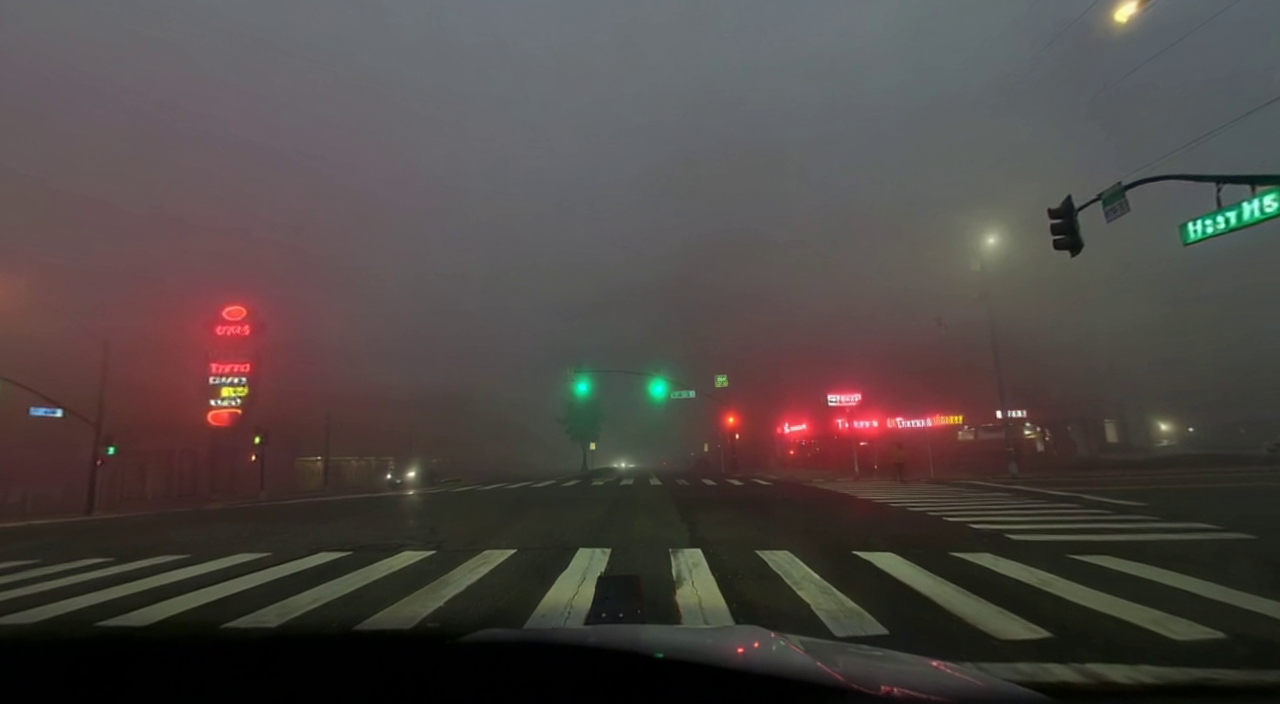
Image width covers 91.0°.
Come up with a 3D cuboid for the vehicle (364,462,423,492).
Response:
[{"bbox_3d":[-19.223,9.722,49.460,2.227,2.033,5.614,0,-8,2],"label":"vehicle"}]

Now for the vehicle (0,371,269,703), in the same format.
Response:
[{"bbox_3d":[-3.415,0.789,1.556,2.081,1.644,4.523,0,-9,2],"label":"vehicle"}]

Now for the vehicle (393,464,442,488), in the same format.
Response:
[{"bbox_3d":[-15.755,8.798,44.857,1.931,1.471,4.152,0,-9,0],"label":"vehicle"}]
